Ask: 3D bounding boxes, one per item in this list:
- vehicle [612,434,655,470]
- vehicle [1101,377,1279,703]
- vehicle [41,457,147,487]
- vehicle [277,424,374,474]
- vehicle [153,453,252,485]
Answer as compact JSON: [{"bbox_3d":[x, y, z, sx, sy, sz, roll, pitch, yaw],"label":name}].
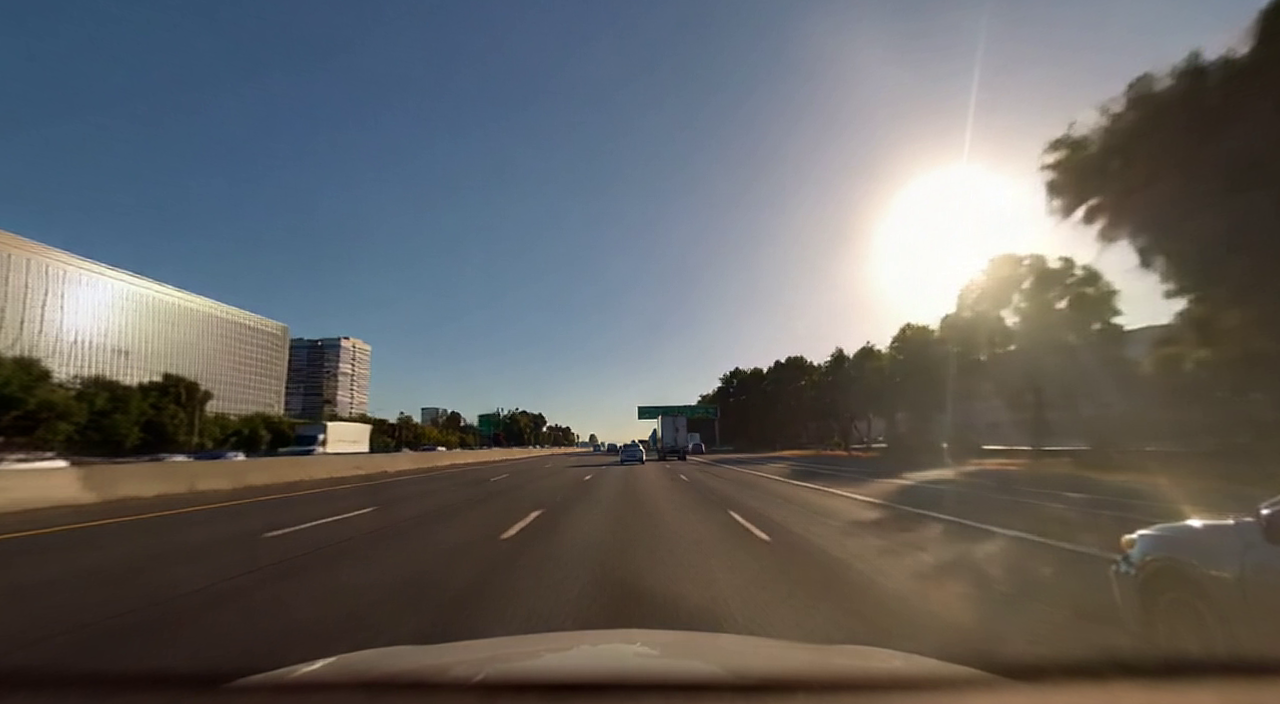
[{"bbox_3d":[-0.400,5.702,36.141,2.297,1.912,4.355,0,-8,-1],"label":"vehicle"},{"bbox_3d":[3.524,0.715,1.231,1.950,1.596,4.326,0,-8,0],"label":"vehicle"},{"bbox_3d":[-29.854,6.534,34.730,1.880,1.435,4.451,0,-8,-1],"label":"vehicle"},{"bbox_3d":[-18.076,5.618,36.853,2.255,2.648,6.640,0,-8,0],"label":"vehicle"},{"bbox_3d":[-22.514,6.016,32.768,1.845,1.442,4.668,0,-8,0],"label":"vehicle"}]
